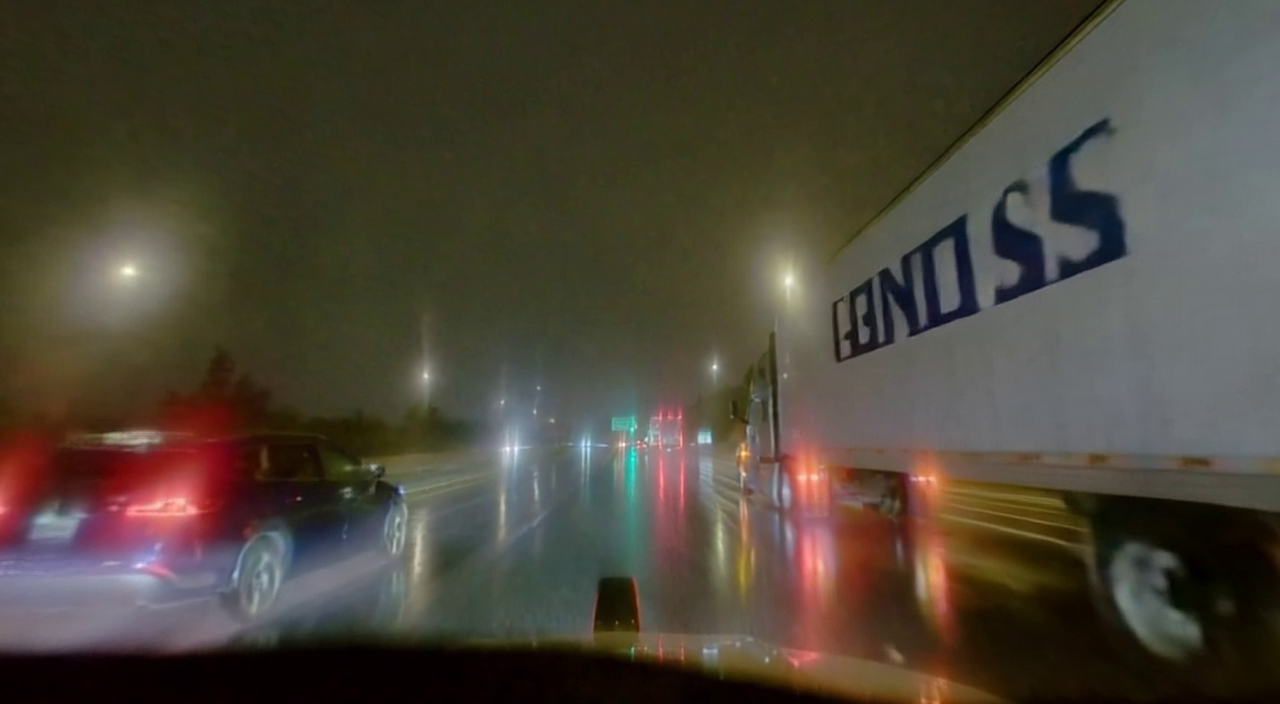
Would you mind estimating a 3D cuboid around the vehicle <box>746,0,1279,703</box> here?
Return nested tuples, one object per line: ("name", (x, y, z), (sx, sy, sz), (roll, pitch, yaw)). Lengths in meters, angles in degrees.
("vehicle", (4.265, 0.392, 7.861), (2.976, 4.064, 14.619), (0, -8, -1))

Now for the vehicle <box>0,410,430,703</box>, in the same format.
("vehicle", (-3.487, 1.365, 5.392), (1.990, 1.520, 4.100), (0, -8, 0))
